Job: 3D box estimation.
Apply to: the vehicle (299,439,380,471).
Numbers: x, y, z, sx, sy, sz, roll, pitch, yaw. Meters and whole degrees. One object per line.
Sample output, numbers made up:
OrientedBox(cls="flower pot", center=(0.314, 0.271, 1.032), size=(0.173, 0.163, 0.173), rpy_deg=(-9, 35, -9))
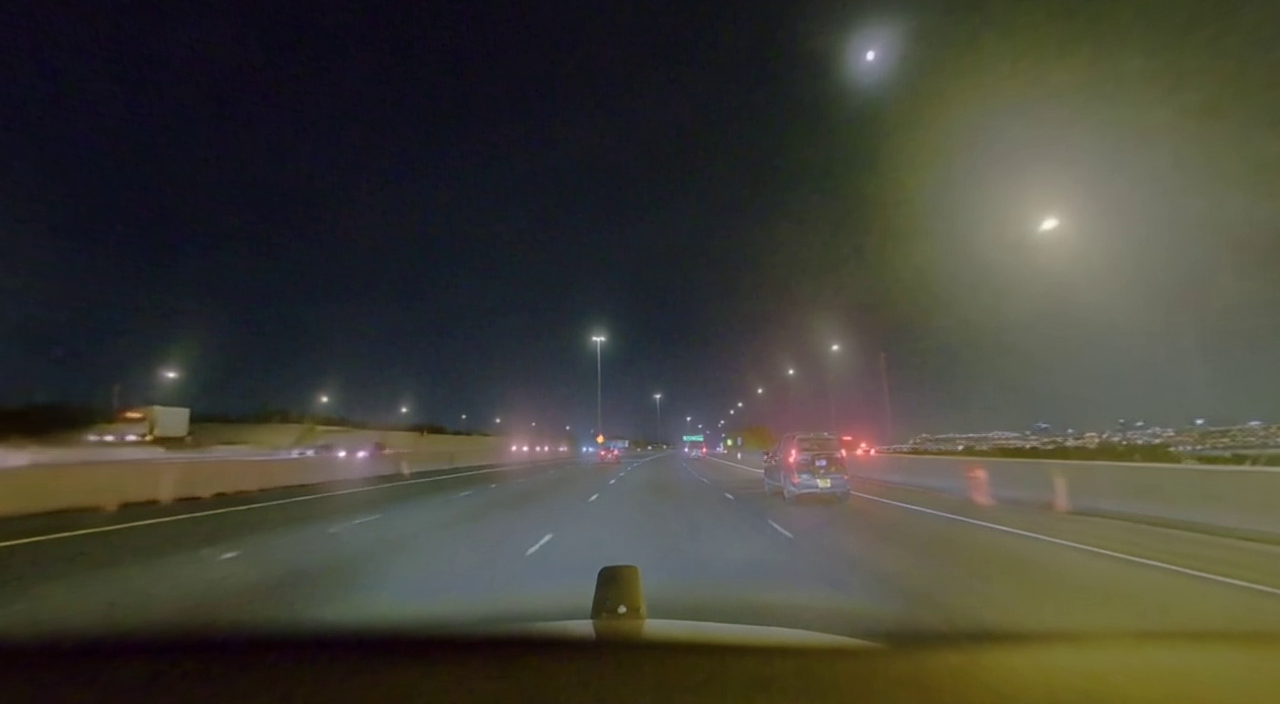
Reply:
OrientedBox(cls="vehicle", center=(-15.215, 5.231, 32.117), size=(1.931, 1.525, 4.044), rpy_deg=(-1, -9, 3))
